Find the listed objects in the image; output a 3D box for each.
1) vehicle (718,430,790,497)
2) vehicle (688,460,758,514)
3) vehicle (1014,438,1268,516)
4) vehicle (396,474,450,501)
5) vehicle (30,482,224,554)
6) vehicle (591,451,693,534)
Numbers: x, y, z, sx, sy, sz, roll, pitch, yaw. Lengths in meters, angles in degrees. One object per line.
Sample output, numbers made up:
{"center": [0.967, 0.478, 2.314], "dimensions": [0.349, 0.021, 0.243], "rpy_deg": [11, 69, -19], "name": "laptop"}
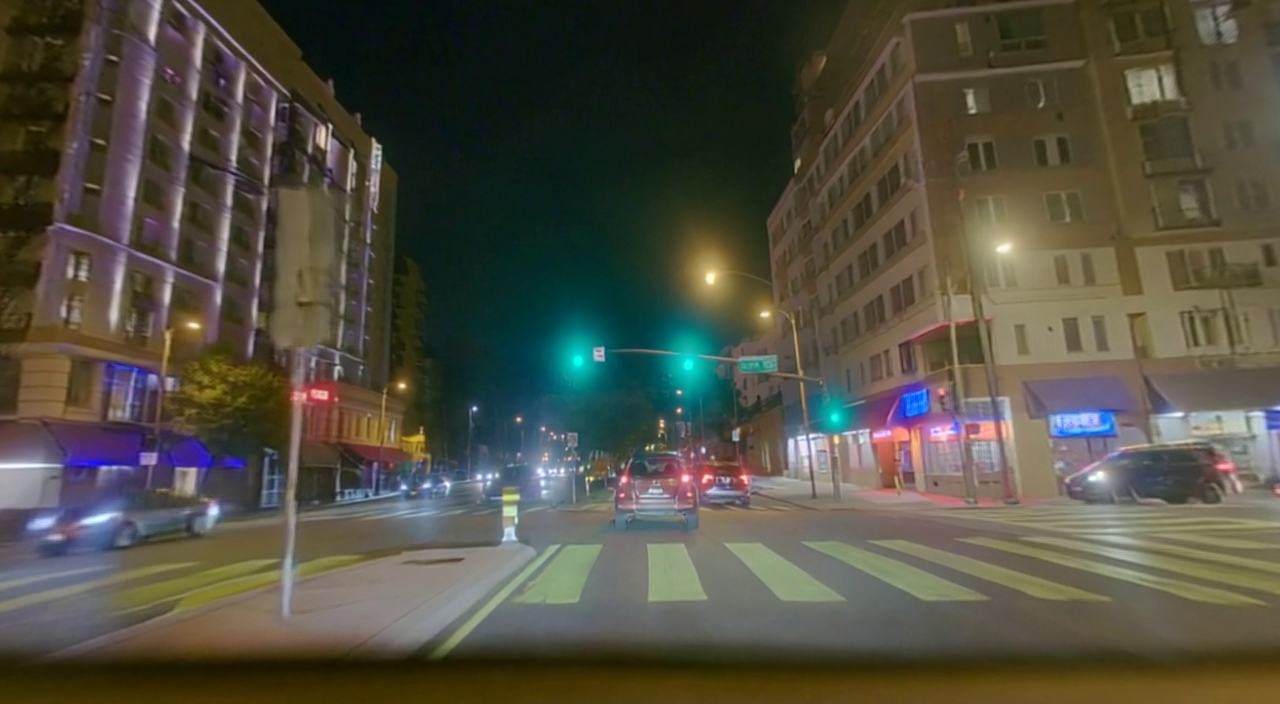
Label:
{"center": [6.291, 6.284, 35.999], "dimensions": [2.803, 3.401, 6.688], "rpy_deg": [0, -9, 0], "name": "vehicle"}
{"center": [3.037, 5.028, 23.910], "dimensions": [1.939, 1.746, 4.091], "rpy_deg": [0, -9, -2], "name": "vehicle"}
{"center": [13.966, 3.500, 17.961], "dimensions": [5.156, 2.005, 2.122], "rpy_deg": [-1, -9, 7], "name": "vehicle"}
{"center": [-14.379, 8.982, 42.056], "dimensions": [2.043, 1.526, 4.617], "rpy_deg": [0, -9, -1], "name": "vehicle"}
{"center": [-14.203, 4.580, 17.868], "dimensions": [1.856, 1.521, 4.309], "rpy_deg": [0, -9, 0], "name": "vehicle"}
{"center": [0.032, 3.388, 15.839], "dimensions": [2.209, 1.748, 4.130], "rpy_deg": [0, -9, 0], "name": "vehicle"}
